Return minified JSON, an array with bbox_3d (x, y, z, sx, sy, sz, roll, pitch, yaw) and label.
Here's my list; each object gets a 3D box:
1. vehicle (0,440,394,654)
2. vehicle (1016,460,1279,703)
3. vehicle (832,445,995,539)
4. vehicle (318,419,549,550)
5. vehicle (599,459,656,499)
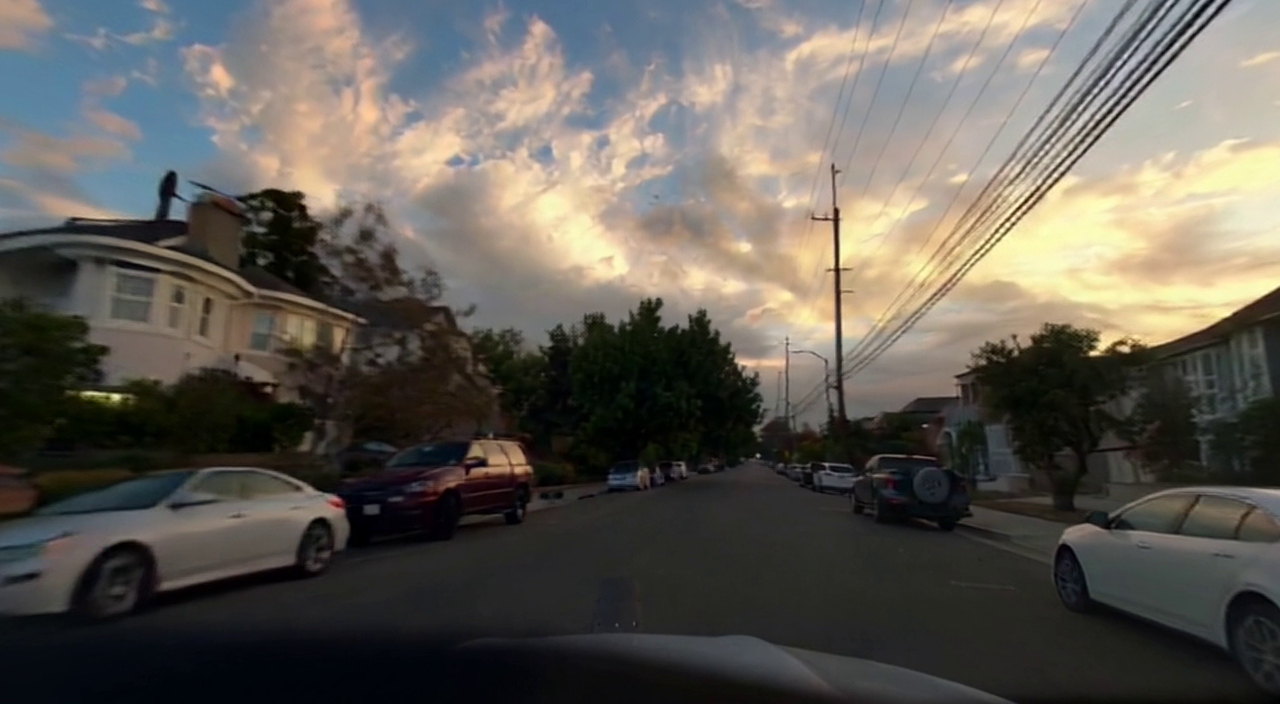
[{"bbox_3d":[-4.755,1.805,6.688,1.823,1.427,4.407,-4,-12,12],"label":"vehicle"},{"bbox_3d":[4.961,1.641,4.808,1.973,1.517,4.604,-1,-9,9],"label":"vehicle"},{"bbox_3d":[7.086,3.619,17.292,2.547,2.075,5.693,-1,-9,7],"label":"vehicle"},{"bbox_3d":[-3.646,2.564,12.448,2.194,1.995,4.814,-4,-11,11],"label":"vehicle"},{"bbox_3d":[-0.505,6.072,30.535,1.971,1.648,4.638,-1,-9,9],"label":"vehicle"}]
